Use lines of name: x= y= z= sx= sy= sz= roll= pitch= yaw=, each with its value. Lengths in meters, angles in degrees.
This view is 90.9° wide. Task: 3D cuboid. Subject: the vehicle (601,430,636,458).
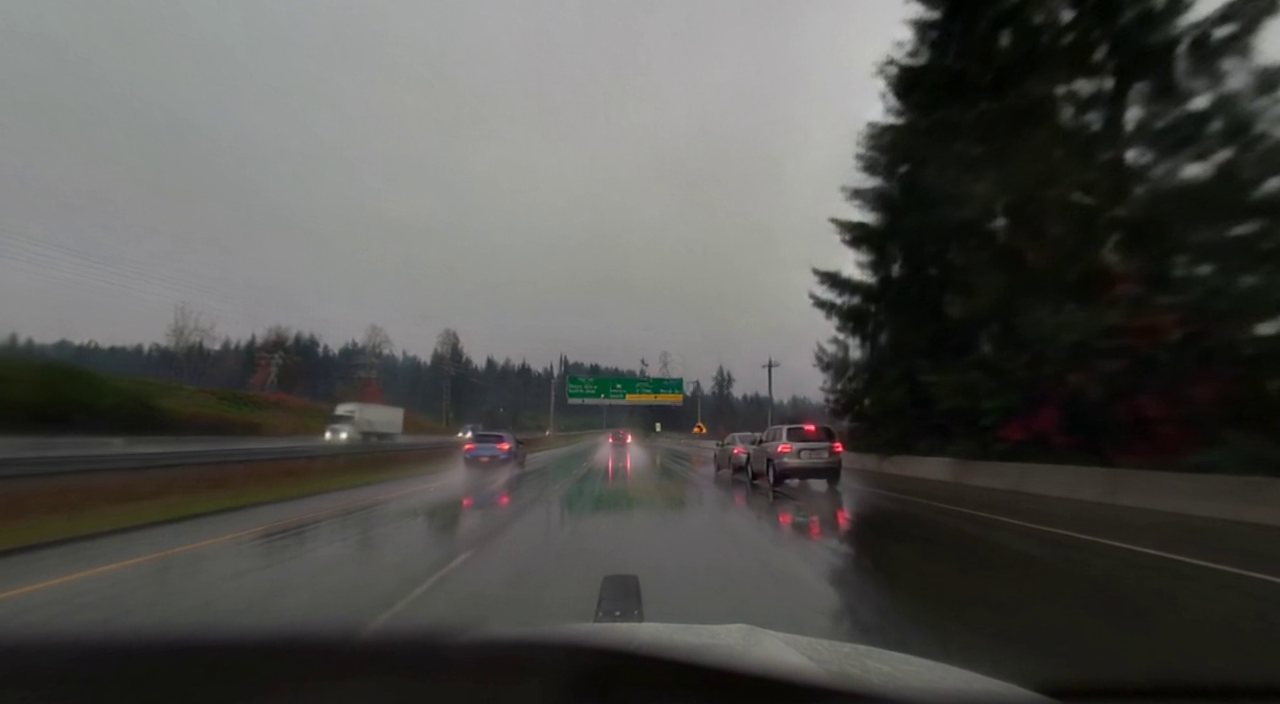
vehicle: x=-1.396 y=5.846 z=40.271 sx=2.159 sy=1.690 sz=3.720 roll=0 pitch=-7 yaw=-2

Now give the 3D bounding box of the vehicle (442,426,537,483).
vehicle: x=-4.605 y=3.189 z=19.964 sx=2.100 sy=1.590 sz=4.077 roll=0 pitch=-7 yaw=-1

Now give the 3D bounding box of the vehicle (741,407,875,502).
vehicle: x=3.658 y=2.275 z=14.380 sx=1.976 sy=1.905 sz=3.263 roll=0 pitch=-7 yaw=-3
